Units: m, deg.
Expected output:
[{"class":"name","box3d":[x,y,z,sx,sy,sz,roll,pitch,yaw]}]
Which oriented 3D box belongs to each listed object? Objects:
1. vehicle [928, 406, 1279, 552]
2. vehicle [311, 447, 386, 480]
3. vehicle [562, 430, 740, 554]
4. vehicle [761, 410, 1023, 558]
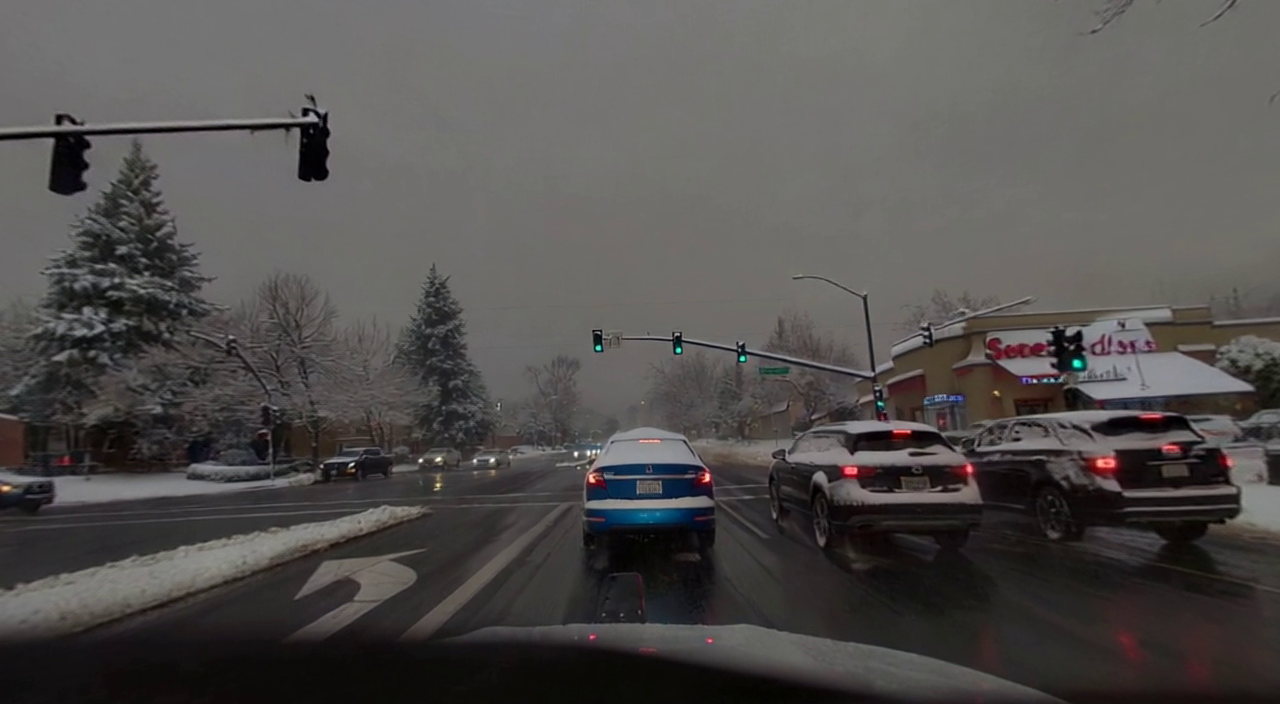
[{"class":"vehicle","box3d":[6.457,1.808,9.623,2.009,1.700,4.275,0,-8,-1]},{"class":"vehicle","box3d":[-18.577,7.085,40.654,2.324,1.911,5.610,0,-8,-2]},{"class":"vehicle","box3d":[0.098,1.986,9.691,2.135,1.468,4.076,0,-8,-1]},{"class":"vehicle","box3d":[3.266,1.826,9.459,1.973,1.633,4.717,0,-8,0]}]
